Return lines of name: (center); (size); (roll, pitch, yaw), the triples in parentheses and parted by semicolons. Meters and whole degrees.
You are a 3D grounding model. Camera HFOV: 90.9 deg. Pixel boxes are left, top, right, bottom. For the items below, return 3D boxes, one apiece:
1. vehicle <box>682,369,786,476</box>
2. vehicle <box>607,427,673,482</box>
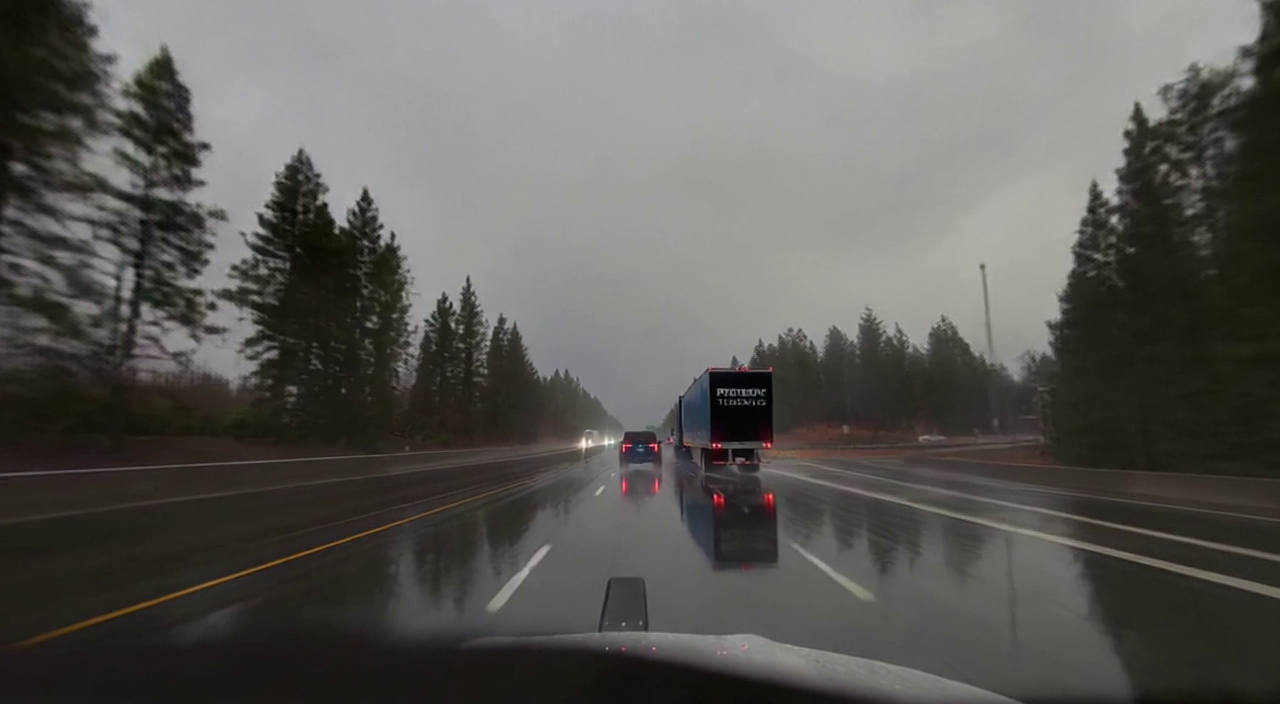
vehicle: (4.181, 3.955, 32.834); (2.899, 4.160, 16.621); (0, -9, 0)
vehicle: (-0.014, 3.812, 23.661); (2.222, 1.848, 4.610); (0, -8, 0)
